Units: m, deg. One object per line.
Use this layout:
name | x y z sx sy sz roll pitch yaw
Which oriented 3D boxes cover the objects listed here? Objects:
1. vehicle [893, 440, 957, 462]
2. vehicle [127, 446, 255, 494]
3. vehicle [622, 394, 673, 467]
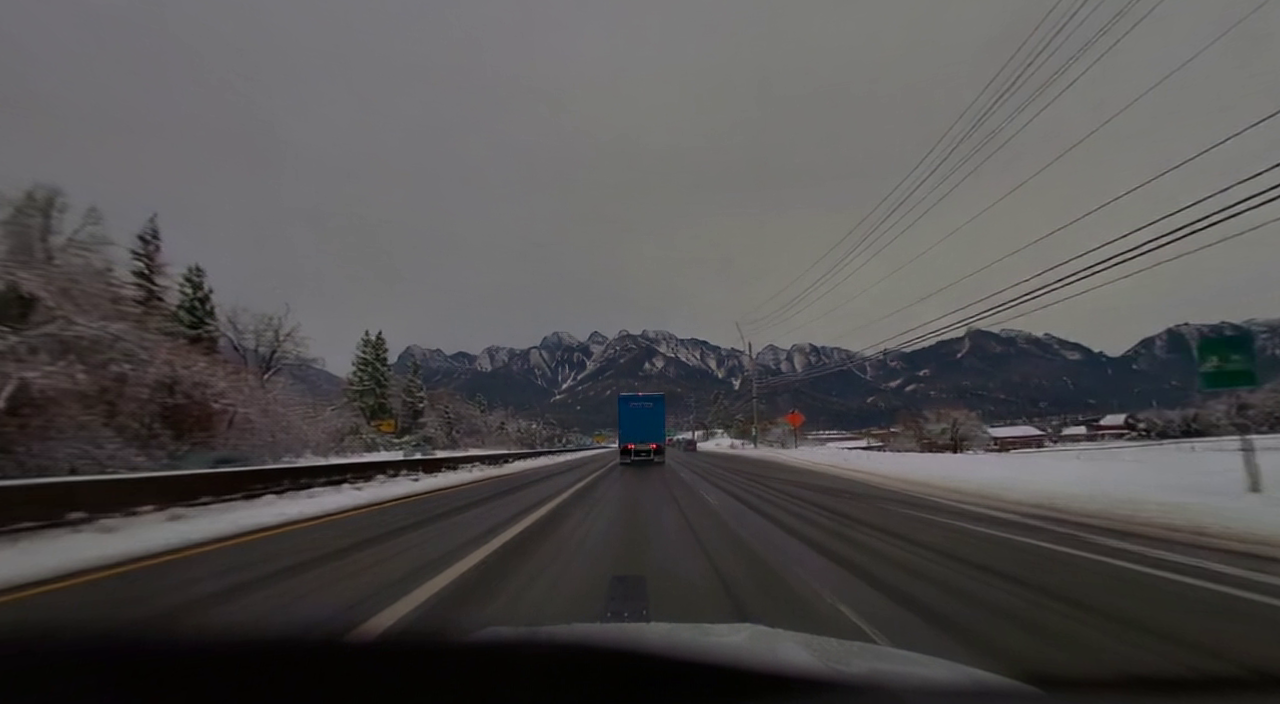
vehicle | 20.998 7.316 46.667 2.037 1.564 4.905 1 -9 -6
vehicle | -20.040 5.229 28.491 2.111 1.965 4.954 0 -8 0
vehicle | 0.367 5.323 41.789 2.919 4.101 11.541 0 -8 -1
